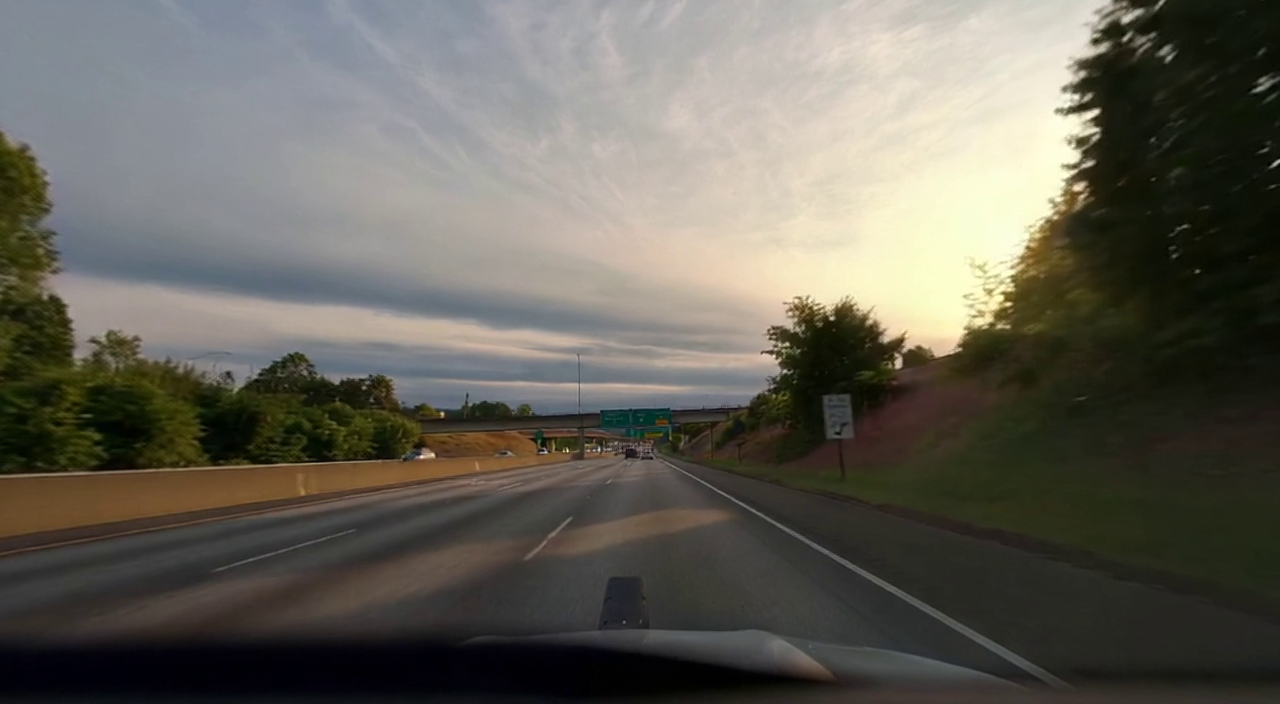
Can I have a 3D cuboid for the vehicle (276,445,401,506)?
[{"bbox_3d":[-21.233,8.617,45.642,2.858,3.768,11.969,0,-8,2],"label":"vehicle"}]
